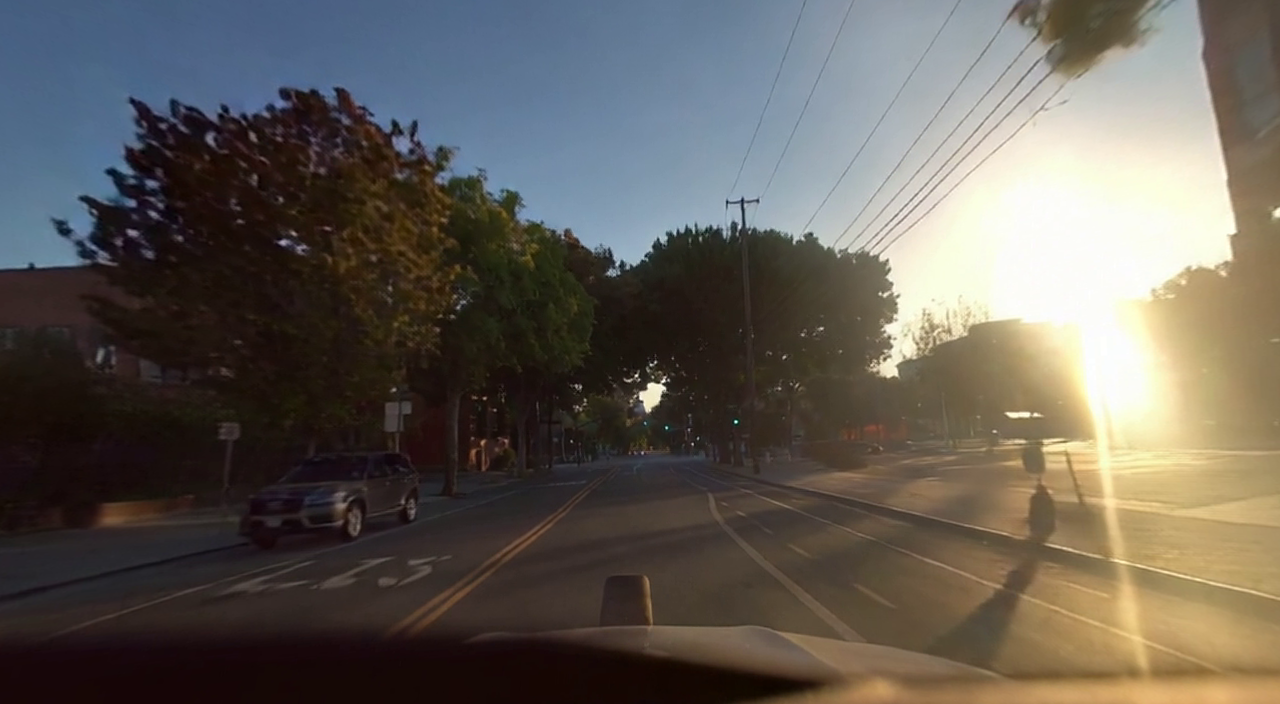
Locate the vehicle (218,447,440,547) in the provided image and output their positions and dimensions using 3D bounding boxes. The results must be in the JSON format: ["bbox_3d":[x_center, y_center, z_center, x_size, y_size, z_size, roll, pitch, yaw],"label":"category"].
[{"bbox_3d":[-6.207,2.899,13.464,2.147,1.701,4.879,0,-8,1],"label":"vehicle"}]
